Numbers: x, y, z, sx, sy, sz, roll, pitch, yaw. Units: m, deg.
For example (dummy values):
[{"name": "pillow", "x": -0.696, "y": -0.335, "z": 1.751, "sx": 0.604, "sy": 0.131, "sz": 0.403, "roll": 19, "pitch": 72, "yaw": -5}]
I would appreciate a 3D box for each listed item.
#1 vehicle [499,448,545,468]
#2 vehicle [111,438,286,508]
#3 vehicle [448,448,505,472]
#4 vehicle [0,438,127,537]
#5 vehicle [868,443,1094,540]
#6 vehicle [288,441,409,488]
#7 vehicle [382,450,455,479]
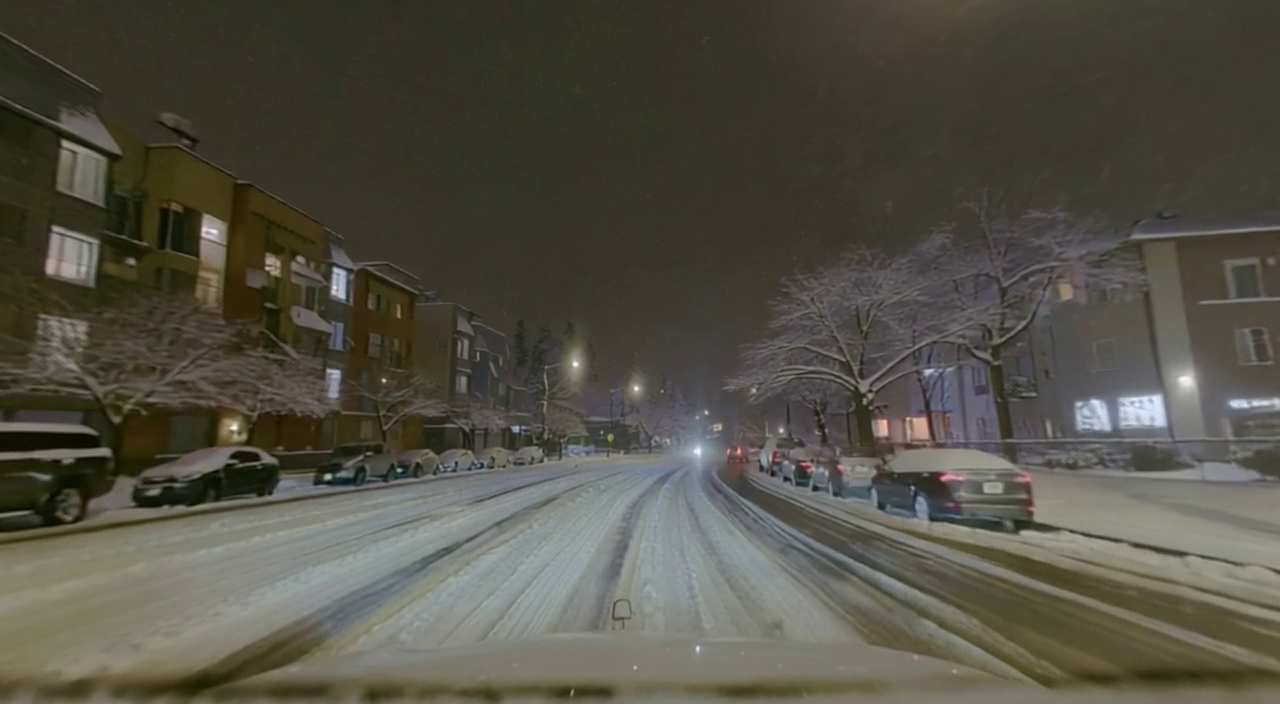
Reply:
[{"name": "vehicle", "x": -9.256, "y": 8.344, "z": 49.948, "sx": 1.876, "sy": 1.465, "sz": 4.681, "roll": -2, "pitch": -9, "yaw": 12}, {"name": "vehicle", "x": -13.031, "y": 3.582, "z": 19.114, "sx": 2.001, "sy": 1.836, "sz": 4.471, "roll": 0, "pitch": -9, "yaw": 0}, {"name": "vehicle", "x": -10.755, "y": 7.129, "z": 41.868, "sx": 1.873, "sy": 1.467, "sz": 4.644, "roll": -1, "pitch": -9, "yaw": 9}, {"name": "vehicle", "x": -12.928, "y": 2.474, "z": 11.510, "sx": 2.290, "sy": 1.799, "sz": 5.801, "roll": 0, "pitch": -9, "yaw": -1}, {"name": "vehicle", "x": 6.132, "y": 2.535, "z": 12.162, "sx": 1.947, "sy": 1.487, "sz": 4.549, "roll": 0, "pitch": -9, "yaw": 2}, {"name": "vehicle", "x": -12.663, "y": 4.912, "z": 28.005, "sx": 2.137, "sy": 1.835, "sz": 5.833, "roll": -1, "pitch": -9, "yaw": 5}, {"name": "vehicle", "x": -11.898, "y": 6.051, "z": 34.334, "sx": 1.829, "sy": 1.449, "sz": 4.713, "roll": -1, "pitch": -9, "yaw": 6}]
